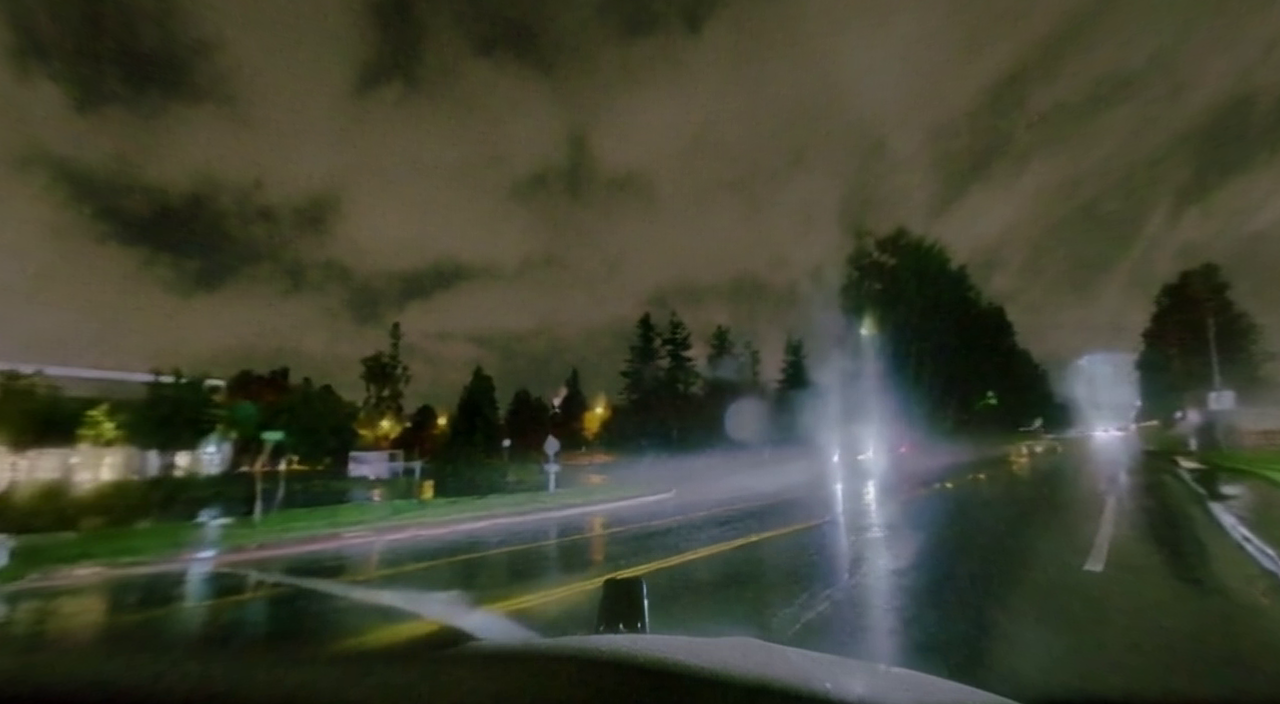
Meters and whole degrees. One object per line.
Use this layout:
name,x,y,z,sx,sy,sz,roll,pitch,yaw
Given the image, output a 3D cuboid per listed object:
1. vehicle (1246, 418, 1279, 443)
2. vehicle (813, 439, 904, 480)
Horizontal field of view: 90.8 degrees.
vehicle,46.362,5.798,46.534,2.039,1.707,4.518,-8,-11,40
vehicle,8.744,4.205,25.083,1.926,1.465,4.433,-8,-11,38
